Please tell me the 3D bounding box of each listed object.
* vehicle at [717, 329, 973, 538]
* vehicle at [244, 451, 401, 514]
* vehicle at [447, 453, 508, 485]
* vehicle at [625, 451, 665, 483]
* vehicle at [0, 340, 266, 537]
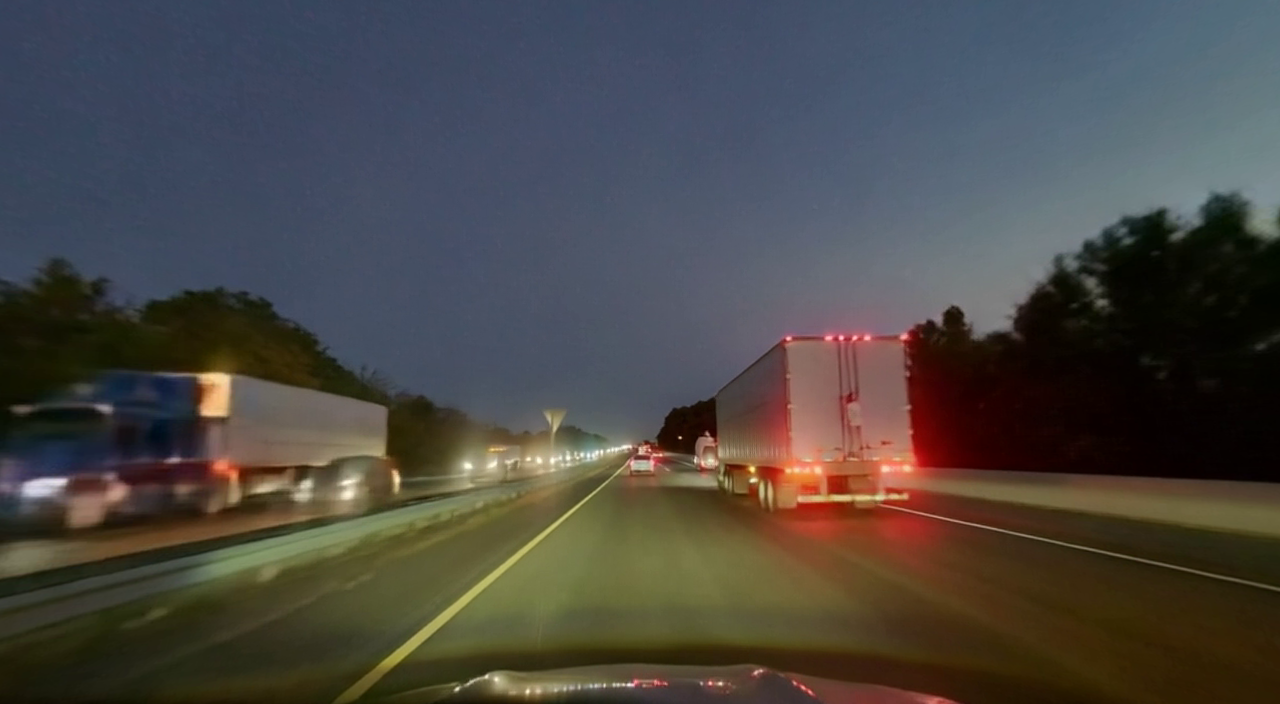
[{"bbox_3d":[4.325,2.345,17.210,2.885,3.679,12.102,0,-9,0],"label":"vehicle"},{"bbox_3d":[-8.420,3.475,17.297,2.005,1.472,4.461,0,-9,0],"label":"vehicle"},{"bbox_3d":[-8.293,5.998,32.533,2.012,1.487,4.378,0,-9,0],"label":"vehicle"},{"bbox_3d":[0.233,5.827,32.212,1.939,1.495,3.612,0,-9,0],"label":"vehicle"},{"bbox_3d":[-12.838,2.194,15.855,2.987,3.993,5.925,0,-9,0],"label":"vehicle"}]
